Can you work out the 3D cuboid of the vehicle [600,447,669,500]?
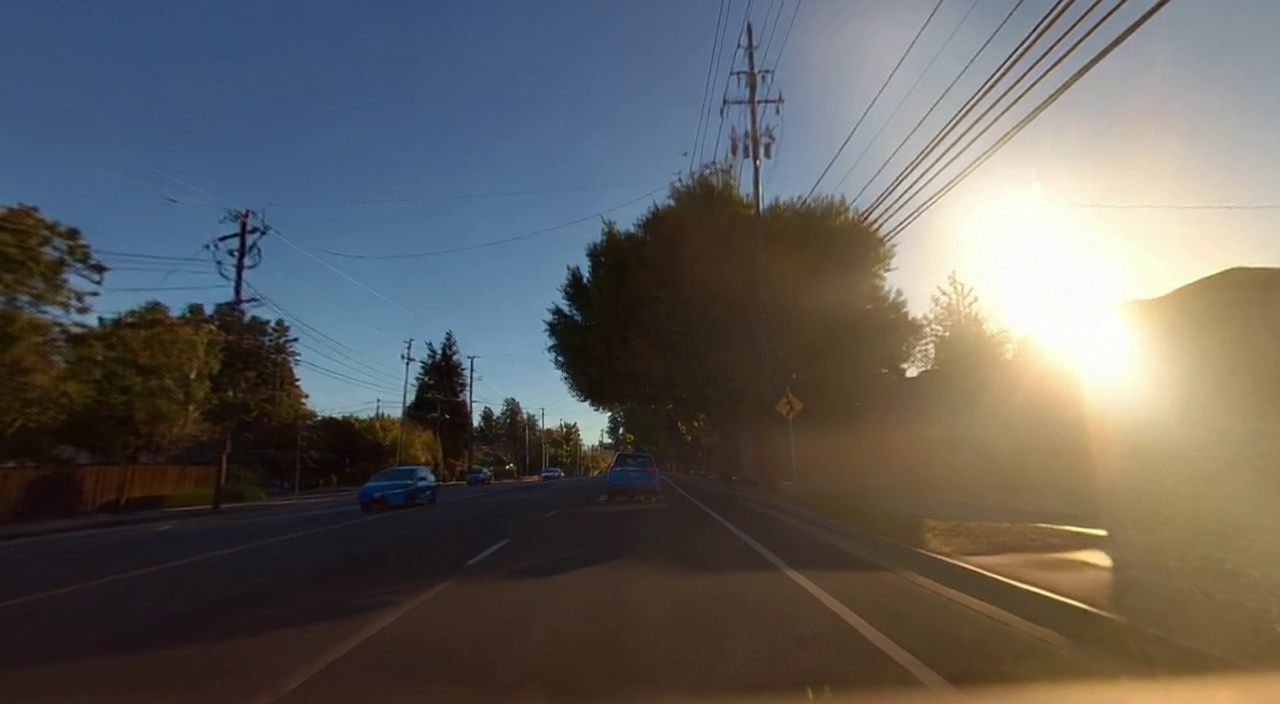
[{"bbox_3d":[-0.196,4.196,22.287,2.200,1.653,4.127,0,-8,-1],"label":"vehicle"}]

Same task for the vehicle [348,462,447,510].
[{"bbox_3d":[-9.207,5.109,24.442,1.960,1.490,4.674,0,-8,1],"label":"vehicle"}]
